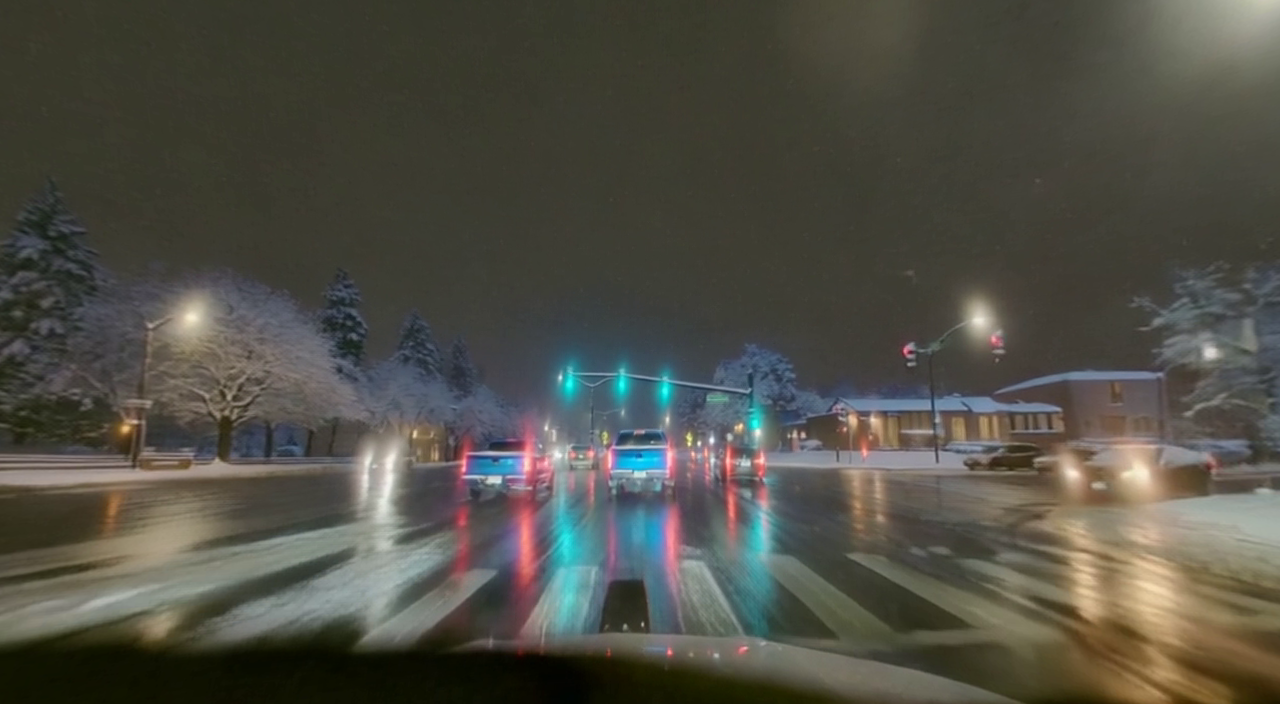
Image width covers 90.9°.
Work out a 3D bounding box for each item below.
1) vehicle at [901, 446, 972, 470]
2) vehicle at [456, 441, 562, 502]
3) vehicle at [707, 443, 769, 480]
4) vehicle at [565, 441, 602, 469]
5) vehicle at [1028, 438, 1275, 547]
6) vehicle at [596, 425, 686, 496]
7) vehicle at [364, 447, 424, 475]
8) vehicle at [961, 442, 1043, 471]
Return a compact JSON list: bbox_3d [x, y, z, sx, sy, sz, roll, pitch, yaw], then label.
[{"bbox_3d":[19.911,7.069,42.338,4.417,1.492,1.943,4,-9,-27],"label":"vehicle"},{"bbox_3d":[-3.518,3.288,17.875,1.986,1.465,4.509,0,-8,1],"label":"vehicle"},{"bbox_3d":[4.288,4.838,28.198,1.968,1.472,4.456,0,-8,-1],"label":"vehicle"},{"bbox_3d":[-3.654,6.704,41.213,2.018,1.700,4.142,0,-8,0],"label":"vehicle"},{"bbox_3d":[10.147,2.727,13.117,2.126,1.820,4.521,-2,-9,14],"label":"vehicle"},{"bbox_3d":[0.031,3.359,19.935,2.493,1.934,4.957,0,-8,0],"label":"vehicle"},{"bbox_3d":[-15.852,6.996,40.911,2.012,1.674,4.522,0,-8,1],"label":"vehicle"},{"bbox_3d":[23.072,6.606,40.104,4.786,1.777,2.248,4,-10,-29],"label":"vehicle"}]
